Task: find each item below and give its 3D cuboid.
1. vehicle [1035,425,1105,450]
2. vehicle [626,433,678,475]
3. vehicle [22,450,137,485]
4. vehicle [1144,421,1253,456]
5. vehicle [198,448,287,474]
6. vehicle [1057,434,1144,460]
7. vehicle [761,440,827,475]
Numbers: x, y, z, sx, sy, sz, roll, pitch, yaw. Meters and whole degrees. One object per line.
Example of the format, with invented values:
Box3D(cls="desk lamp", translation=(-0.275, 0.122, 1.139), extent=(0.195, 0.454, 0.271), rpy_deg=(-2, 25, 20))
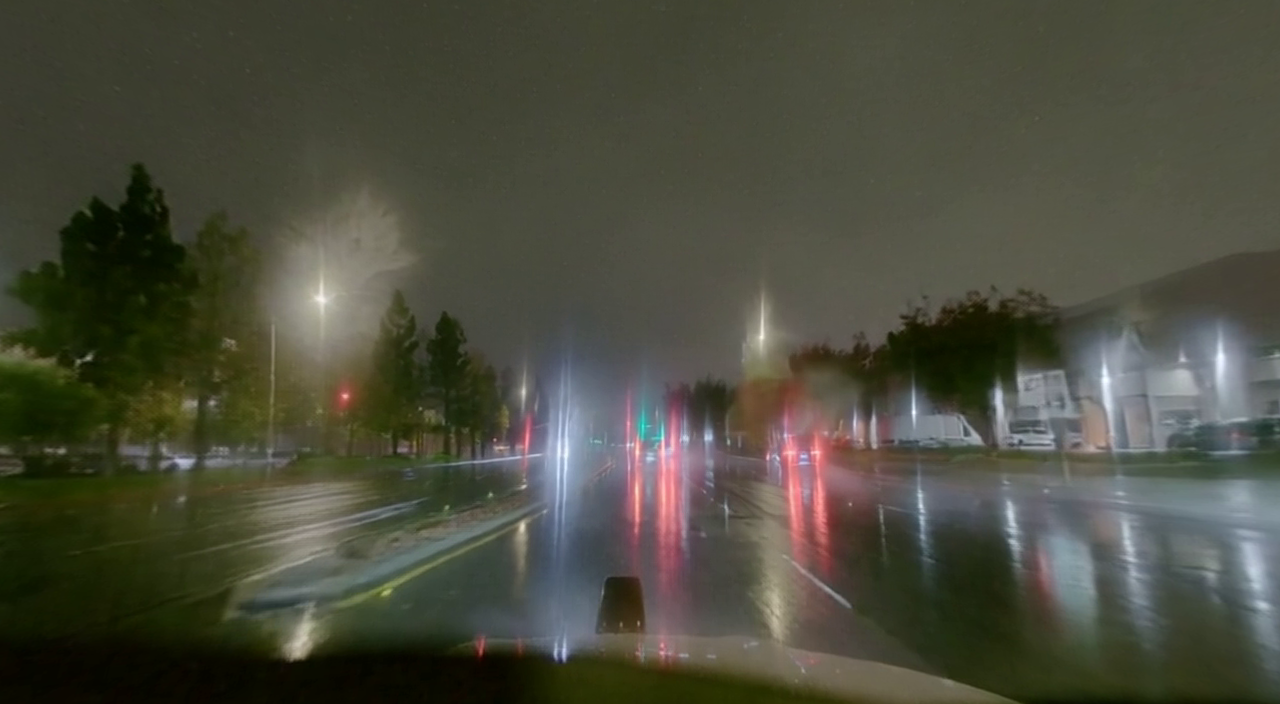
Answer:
Box3D(cls="vehicle", translation=(30.359, 6.117, 44.803), extent=(2.138, 1.531, 4.436), rpy_deg=(-3, -11, 6))
Box3D(cls="vehicle", translation=(0.460, 4.738, 29.634), extent=(2.227, 1.794, 4.457), rpy_deg=(0, -8, -2))
Box3D(cls="vehicle", translation=(-29.938, 6.169, 33.863), extent=(4.251, 1.598, 1.925), rpy_deg=(-2, -10, -3))
Box3D(cls="vehicle", translation=(31.729, 4.968, 36.152), extent=(1.924, 1.809, 4.977), rpy_deg=(-1, -8, 4))
Box3D(cls="vehicle", translation=(-26.537, 7.257, 42.288), extent=(4.541, 1.676, 2.063), rpy_deg=(0, -8, 1))
Box3D(cls="vehicle", translation=(26.313, 5.463, 36.281), extent=(1.887, 1.419, 4.191), rpy_deg=(0, -9, 2))
Box3D(cls="vehicle", translation=(7.474, 5.142, 31.039), extent=(2.029, 1.548, 4.422), rpy_deg=(0, -8, -1))
